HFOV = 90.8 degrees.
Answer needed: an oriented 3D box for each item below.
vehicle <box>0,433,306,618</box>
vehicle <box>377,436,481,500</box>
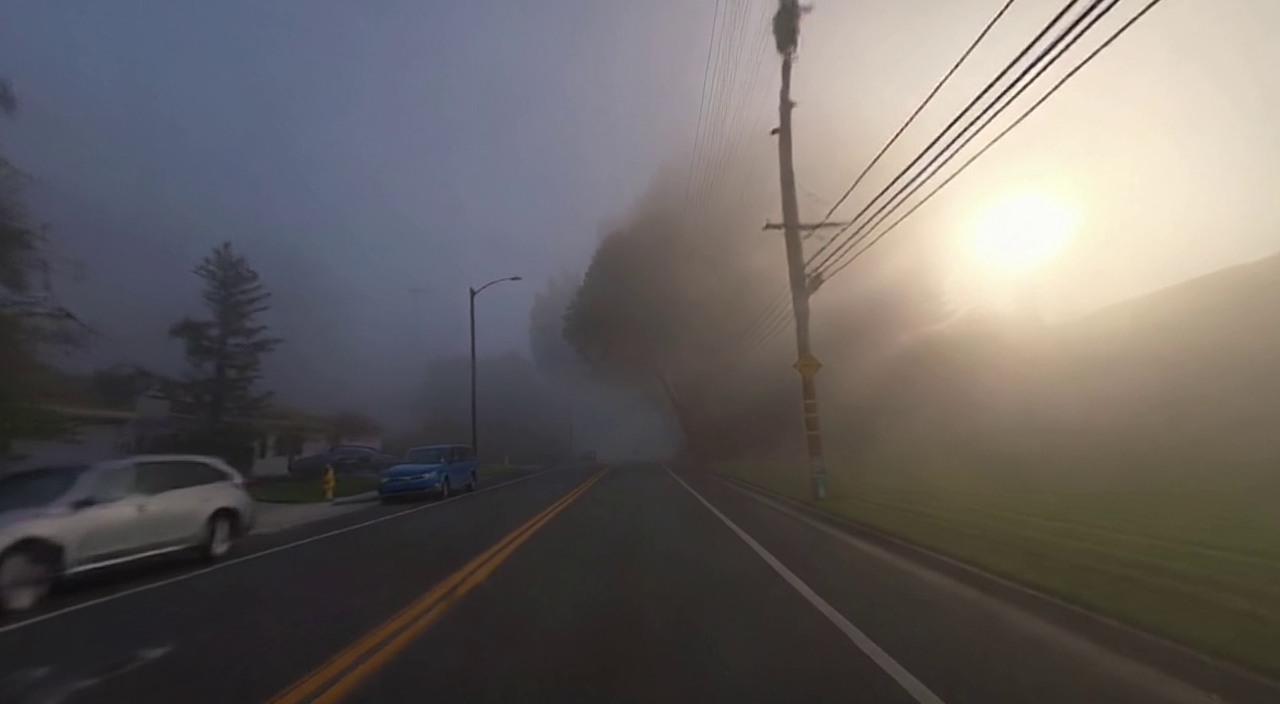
[{"bbox_3d":[-6.446,1.910,7.671,2.129,1.556,4.778,-4,-9,1],"label":"vehicle"},{"bbox_3d":[-6.713,3.742,20.607,1.923,1.687,4.511,-4,-9,-1],"label":"vehicle"}]
